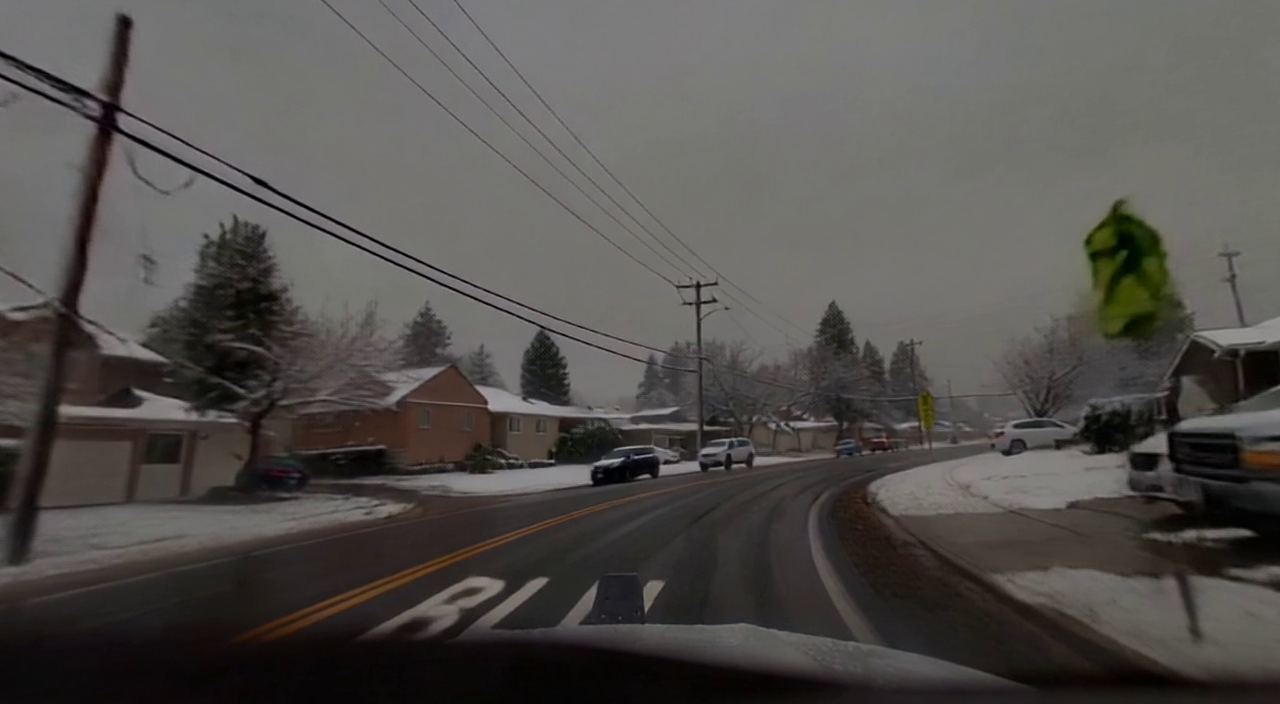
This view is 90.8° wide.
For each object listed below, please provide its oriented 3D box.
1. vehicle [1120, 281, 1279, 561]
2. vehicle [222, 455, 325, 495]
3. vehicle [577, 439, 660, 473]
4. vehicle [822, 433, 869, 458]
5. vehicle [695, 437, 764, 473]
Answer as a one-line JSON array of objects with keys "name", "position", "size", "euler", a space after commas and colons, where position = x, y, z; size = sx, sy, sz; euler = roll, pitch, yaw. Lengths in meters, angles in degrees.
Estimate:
[{"name": "vehicle", "position": [7.262, 0.554, 4.951], "size": [5.011, 2.014, 2.056], "euler": [-2, -9, 11]}, {"name": "vehicle", "position": [-15.141, 5.044, 26.121], "size": [3.697, 1.489, 1.842], "euler": [-4, -9, 26]}, {"name": "vehicle", "position": [-1.293, 5.883, 35.995], "size": [2.155, 1.802, 4.758], "euler": [8, -11, -42]}, {"name": "vehicle", "position": [15.360, 7.018, 47.154], "size": [1.971, 1.539, 4.110], "euler": [-7, -15, 39]}, {"name": "vehicle", "position": [4.991, 5.750, 34.822], "size": [2.056, 1.726, 4.463], "euler": [-8, -14, 31]}]
